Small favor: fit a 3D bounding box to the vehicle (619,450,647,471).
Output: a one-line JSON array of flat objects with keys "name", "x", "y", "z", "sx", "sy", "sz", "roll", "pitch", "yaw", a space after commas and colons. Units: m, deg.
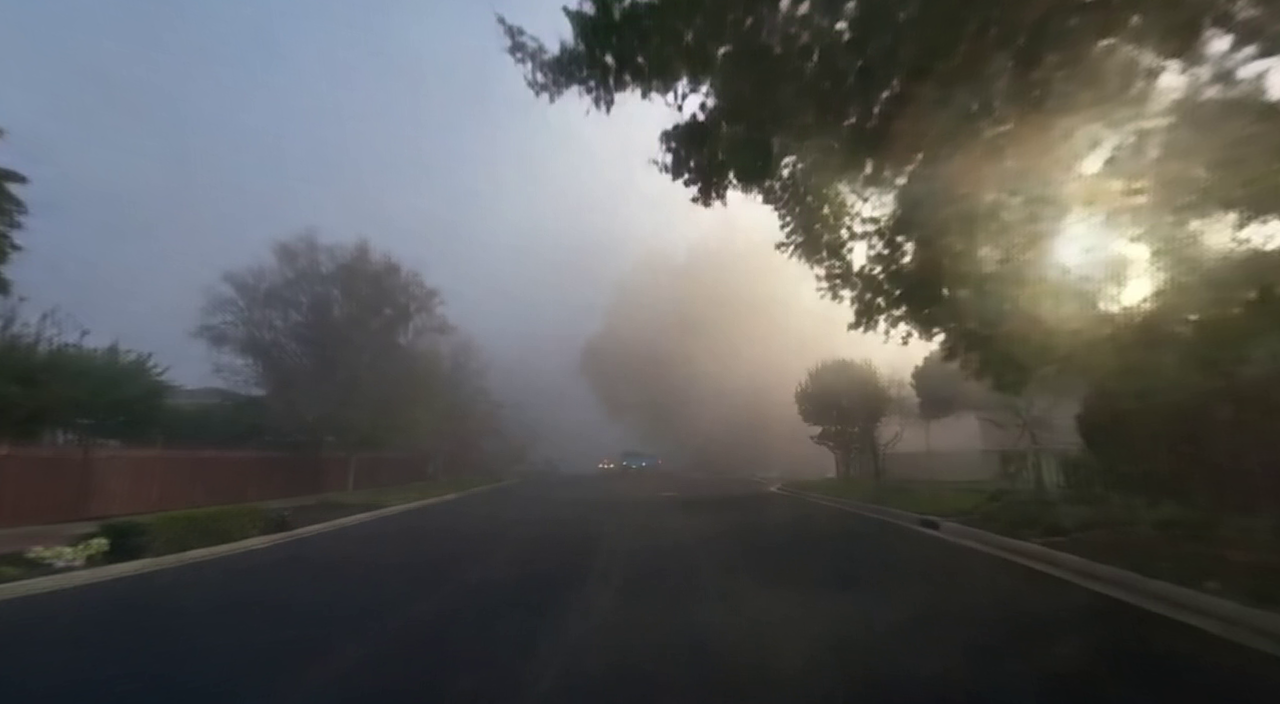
[{"name": "vehicle", "x": -0.596, "y": 8.391, "z": 48.930, "sx": 2.064, "sy": 1.477, "sz": 3.968, "roll": 0, "pitch": -9, "yaw": -2}]
